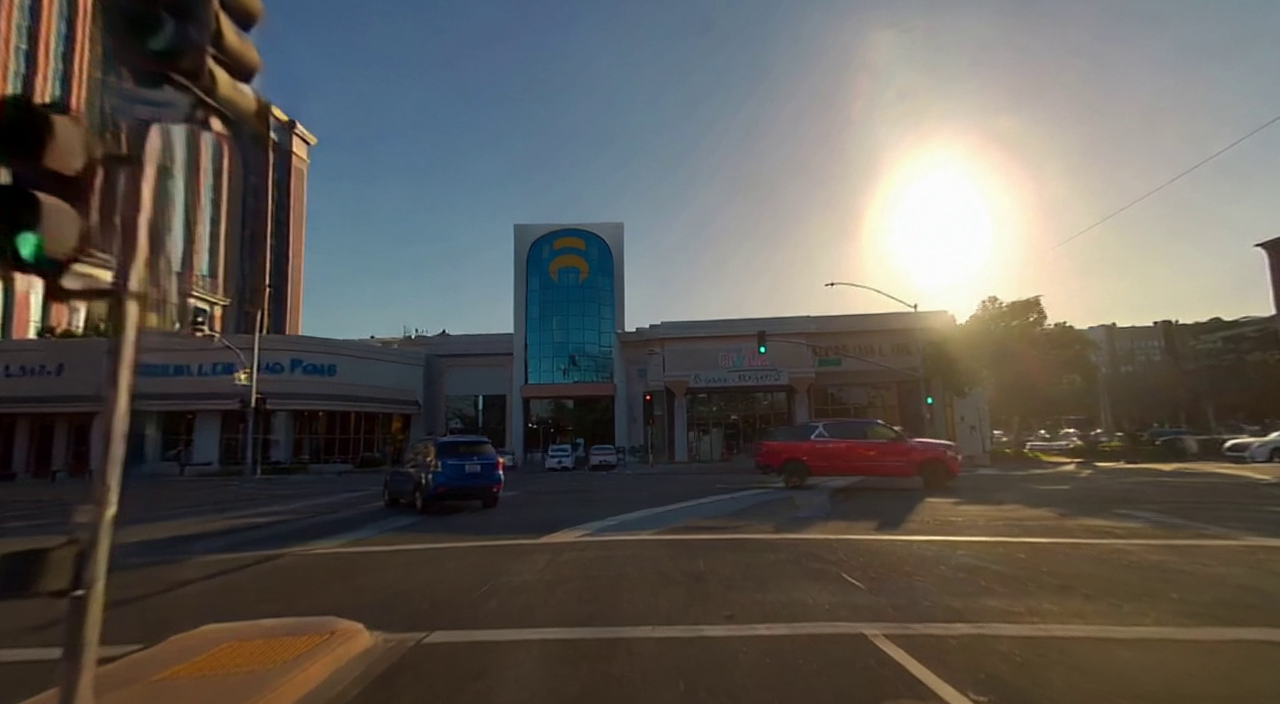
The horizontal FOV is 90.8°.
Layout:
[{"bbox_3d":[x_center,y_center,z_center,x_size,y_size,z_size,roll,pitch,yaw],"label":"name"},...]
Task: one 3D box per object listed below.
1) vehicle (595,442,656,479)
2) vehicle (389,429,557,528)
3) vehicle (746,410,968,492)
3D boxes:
[{"bbox_3d":[-0.801,5.127,30.133,2.142,1.607,4.733,1,-9,-11],"label":"vehicle"},{"bbox_3d":[-3.829,2.656,13.917,2.238,1.762,4.445,5,-10,-32],"label":"vehicle"},{"bbox_3d":[6.701,3.114,20.068,5.960,2.200,2.708,-8,-11,41],"label":"vehicle"}]
